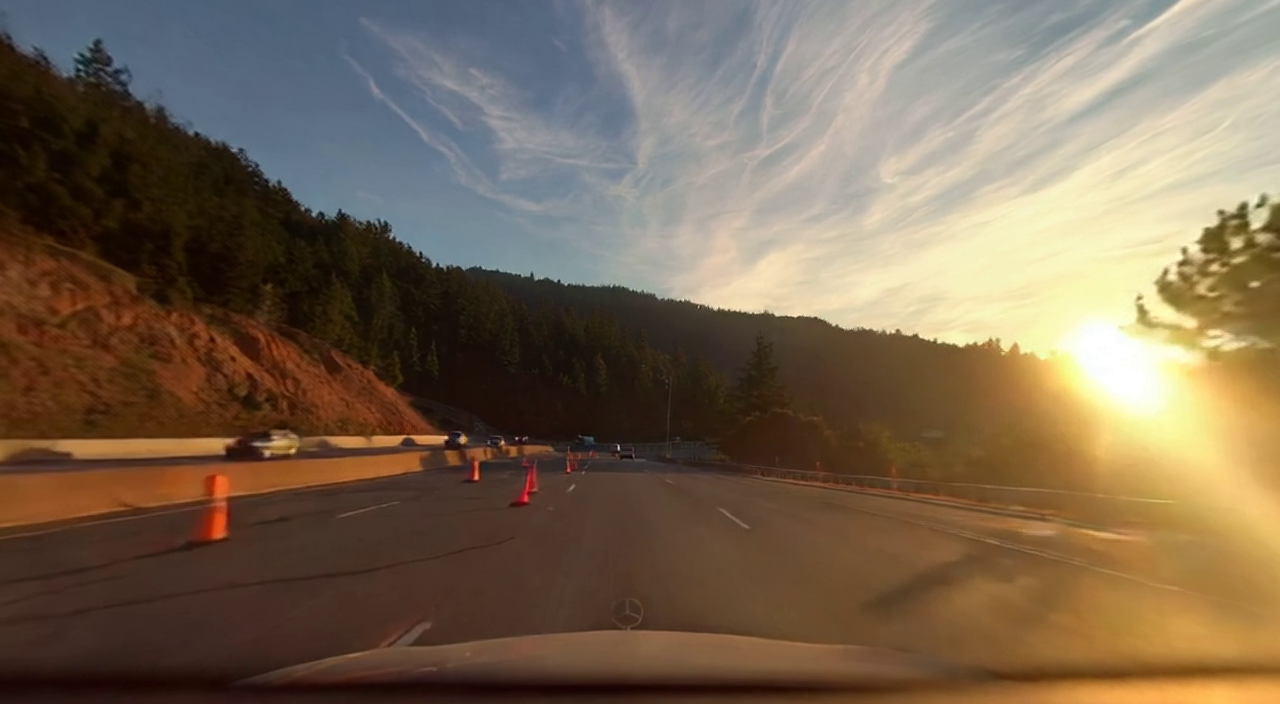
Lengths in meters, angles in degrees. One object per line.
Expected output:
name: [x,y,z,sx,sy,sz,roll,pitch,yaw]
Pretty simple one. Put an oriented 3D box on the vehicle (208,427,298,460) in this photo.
vehicle: [-19.570,4.690,32.149,1.885,1.562,4.312,1,-9,-1]
